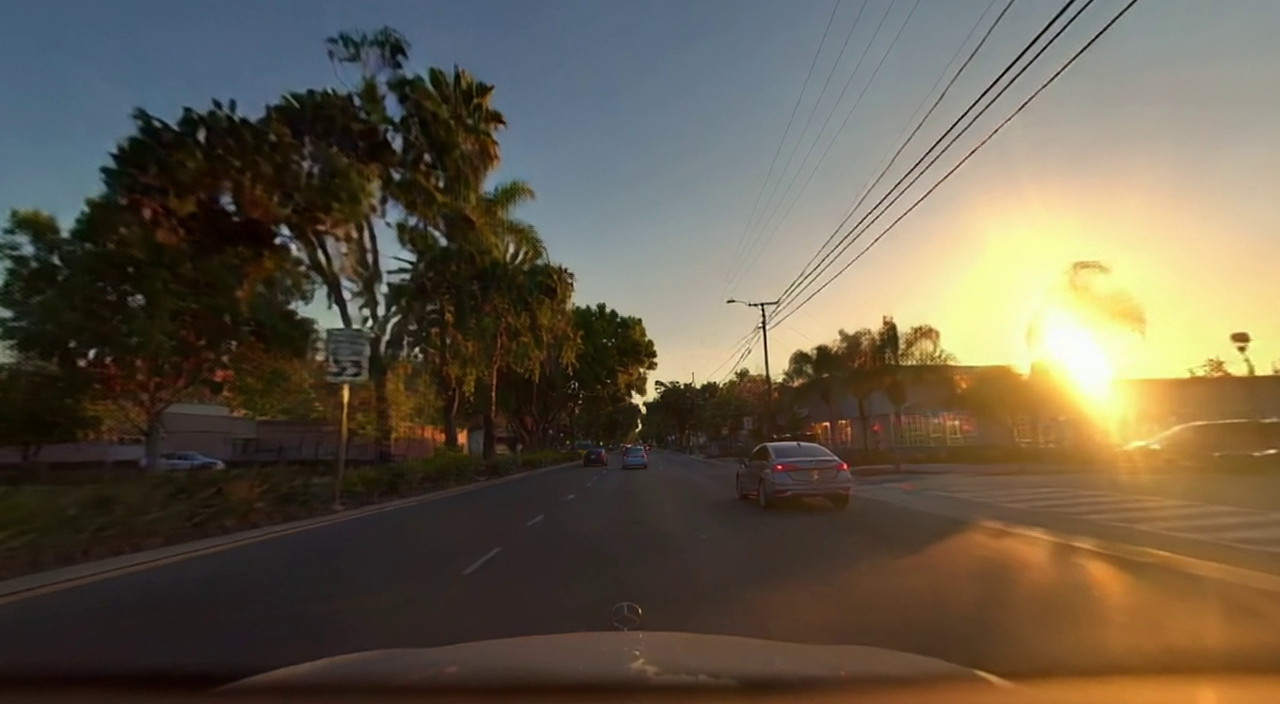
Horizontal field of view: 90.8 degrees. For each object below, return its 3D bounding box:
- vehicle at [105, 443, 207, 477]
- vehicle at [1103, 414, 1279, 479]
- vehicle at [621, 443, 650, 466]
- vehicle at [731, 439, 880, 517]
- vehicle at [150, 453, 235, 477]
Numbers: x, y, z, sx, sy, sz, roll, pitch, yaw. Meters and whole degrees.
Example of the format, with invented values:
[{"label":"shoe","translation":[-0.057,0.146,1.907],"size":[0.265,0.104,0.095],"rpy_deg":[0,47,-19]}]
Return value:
[{"label":"vehicle","translation":[-31.972,7.132,42.057],"size":[2.210,2.068,5.774],"rpy_deg":[0,-9,0]},{"label":"vehicle","translation":[18.507,3.122,20.706],"size":[4.719,1.803,2.339],"rpy_deg":[-2,-12,-4]},{"label":"vehicle","translation":[-0.355,7.797,48.065],"size":[2.102,1.653,3.698],"rpy_deg":[0,-9,-1]},{"label":"vehicle","translation":[3.588,2.811,14.724],"size":[2.090,1.503,4.566],"rpy_deg":[0,-9,-2]},{"label":"vehicle","translation":[-29.134,7.374,41.364],"size":[1.958,1.476,4.576],"rpy_deg":[-2,-10,5]}]
